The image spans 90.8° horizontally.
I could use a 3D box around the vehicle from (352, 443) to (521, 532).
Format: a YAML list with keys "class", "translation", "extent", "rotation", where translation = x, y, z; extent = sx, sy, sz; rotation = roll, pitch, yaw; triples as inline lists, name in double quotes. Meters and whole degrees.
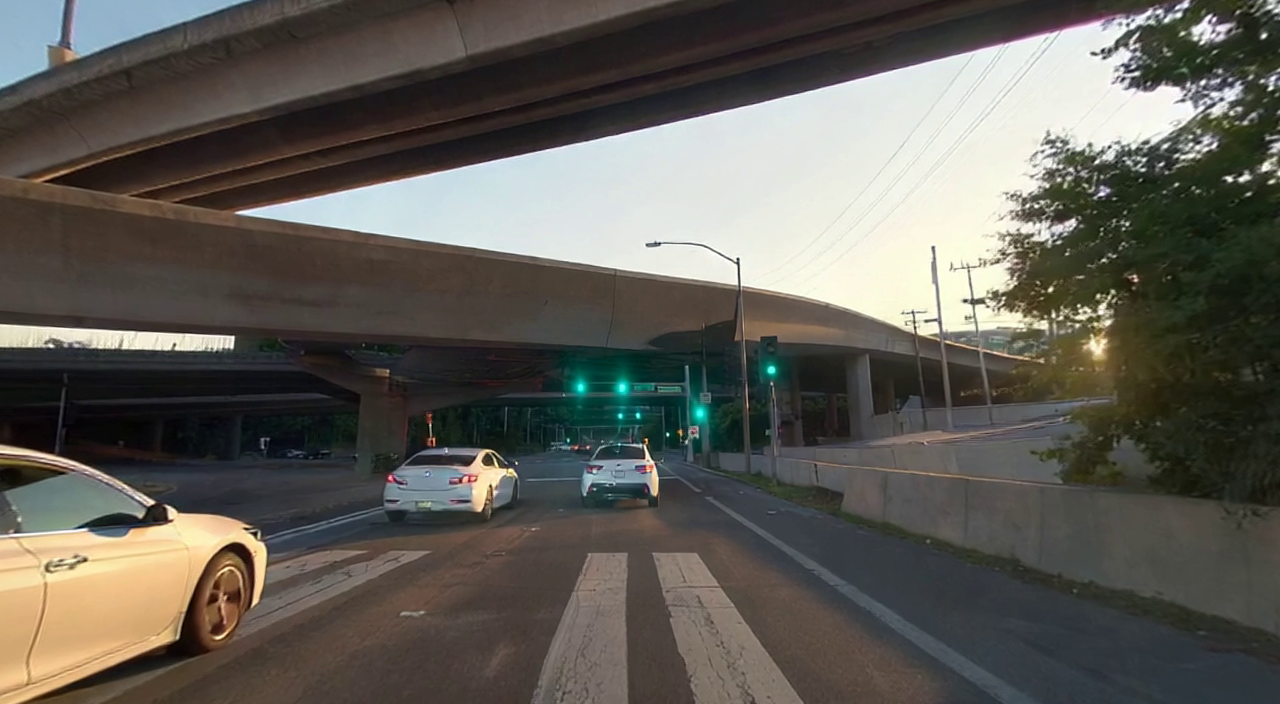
- class: "vehicle"
  translation: [-3.745, 2.536, 12.520]
  extent: [1.946, 1.437, 4.154]
  rotation: [0, -8, 0]

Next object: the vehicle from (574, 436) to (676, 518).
- class: "vehicle"
  translation: [-0.318, 2.731, 14.294]
  extent: [1.985, 1.565, 3.968]
  rotation: [0, -8, -1]
